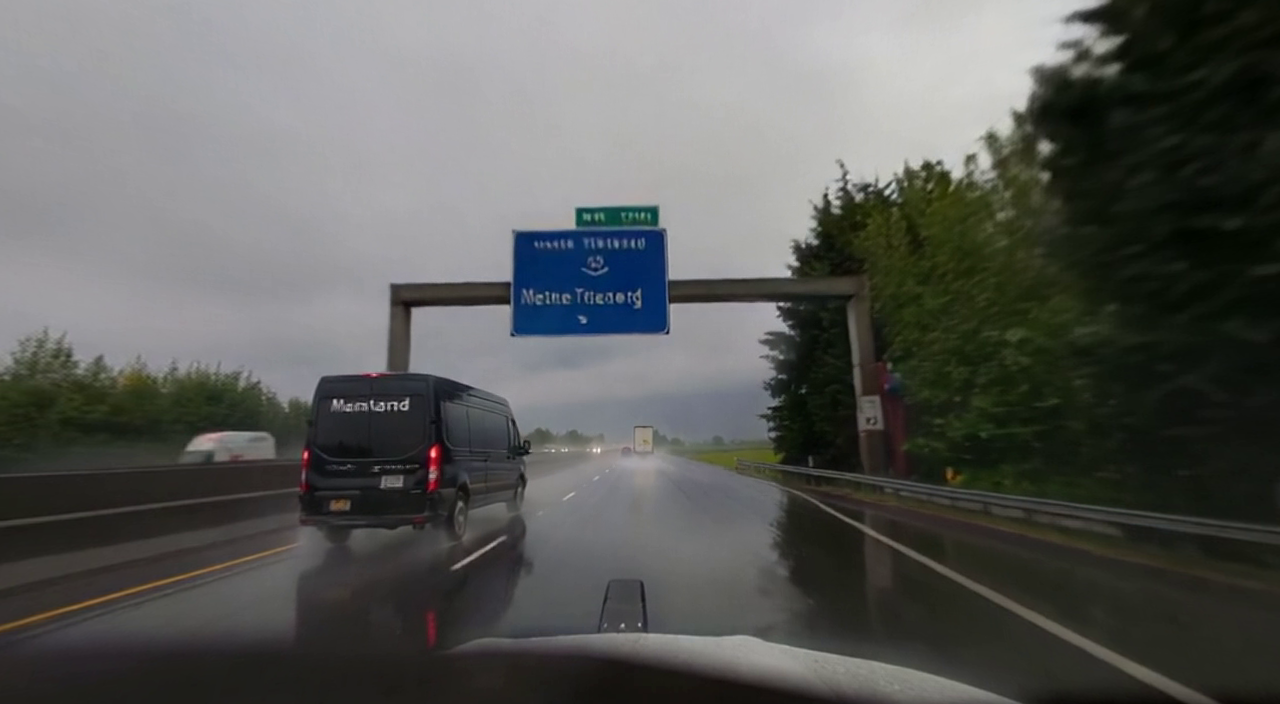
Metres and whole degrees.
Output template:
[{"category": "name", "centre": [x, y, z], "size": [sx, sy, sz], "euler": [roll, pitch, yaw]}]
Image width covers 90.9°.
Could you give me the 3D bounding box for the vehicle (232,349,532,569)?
[{"category": "vehicle", "centre": [-3.688, 1.801, 11.130], "size": [2.320, 2.636, 7.021], "euler": [0, -9, 0]}]
